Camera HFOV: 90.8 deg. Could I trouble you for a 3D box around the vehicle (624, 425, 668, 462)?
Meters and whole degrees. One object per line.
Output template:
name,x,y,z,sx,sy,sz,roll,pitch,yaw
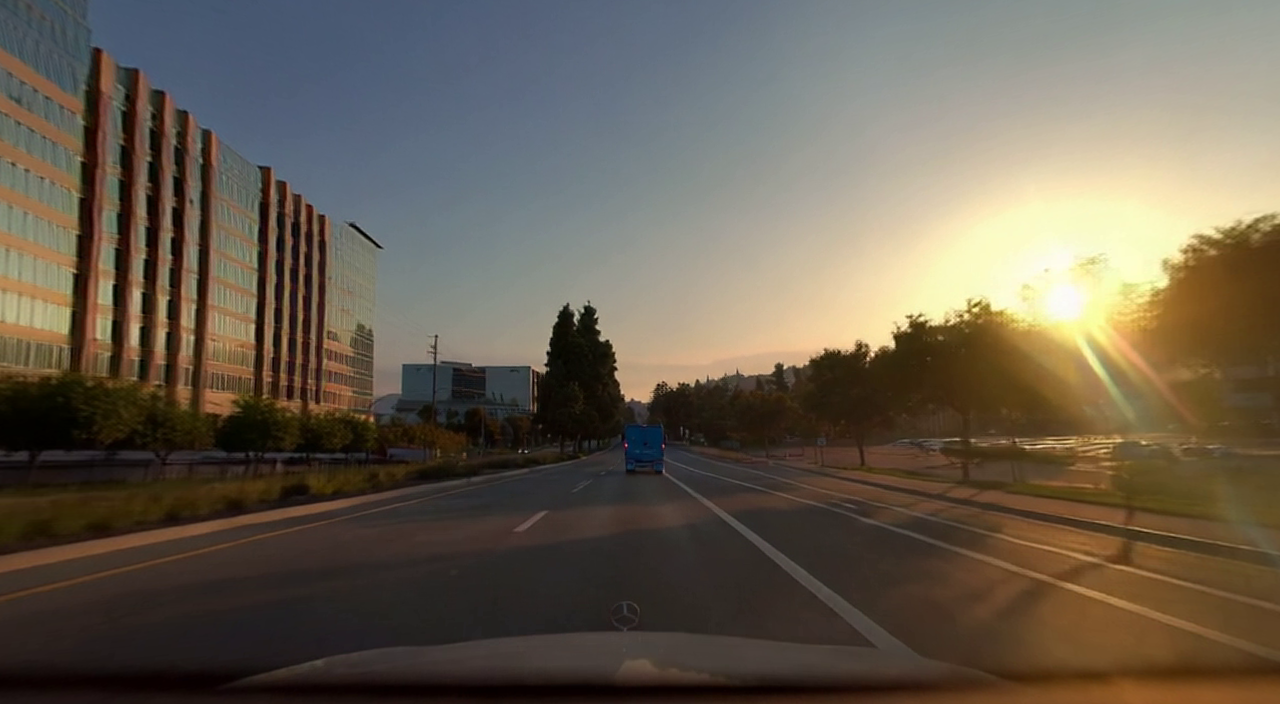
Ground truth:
vehicle,0.229,4.923,33.993,2.178,1.829,4.932,0,-9,-2
